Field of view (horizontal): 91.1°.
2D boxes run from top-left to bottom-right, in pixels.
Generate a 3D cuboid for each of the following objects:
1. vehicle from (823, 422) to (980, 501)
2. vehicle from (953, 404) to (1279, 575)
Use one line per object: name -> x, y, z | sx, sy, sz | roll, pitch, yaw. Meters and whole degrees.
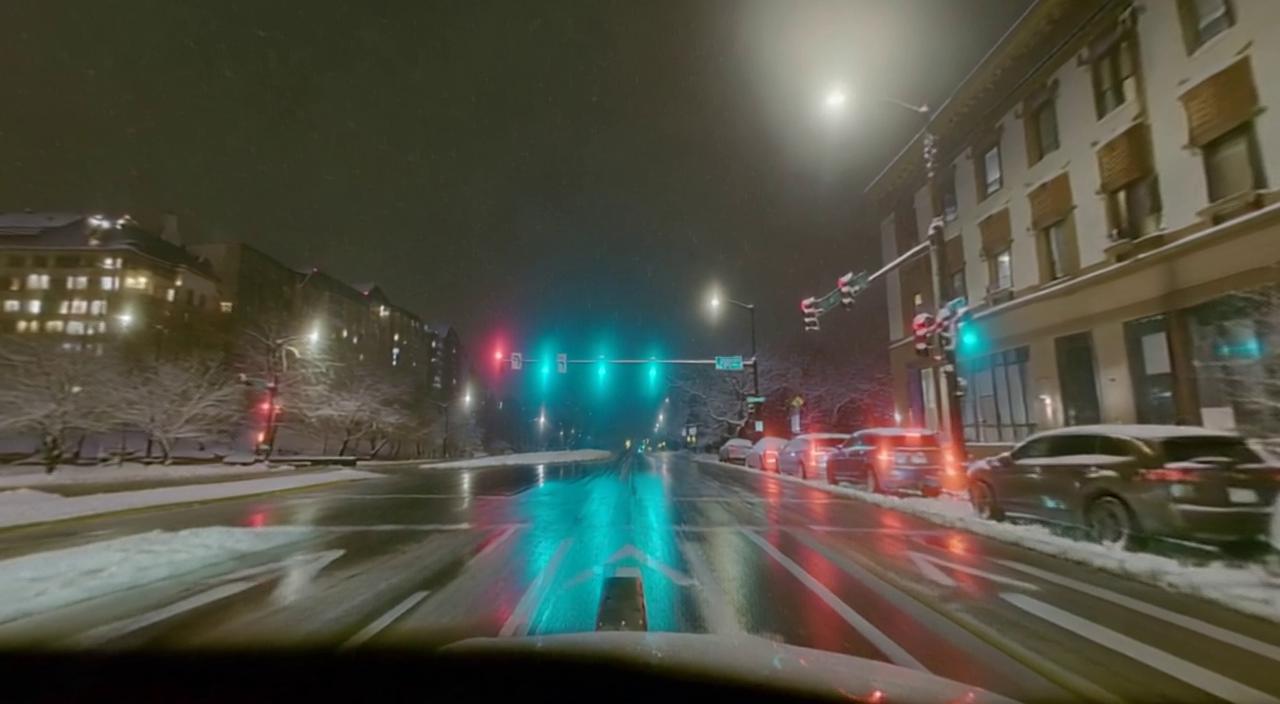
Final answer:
vehicle -> 6.556, 2.806, 16.473 | 1.984, 1.751, 4.759 | 0, -9, -1
vehicle -> 6.501, 1.713, 8.588 | 1.973, 1.674, 4.635 | 0, -9, -1
